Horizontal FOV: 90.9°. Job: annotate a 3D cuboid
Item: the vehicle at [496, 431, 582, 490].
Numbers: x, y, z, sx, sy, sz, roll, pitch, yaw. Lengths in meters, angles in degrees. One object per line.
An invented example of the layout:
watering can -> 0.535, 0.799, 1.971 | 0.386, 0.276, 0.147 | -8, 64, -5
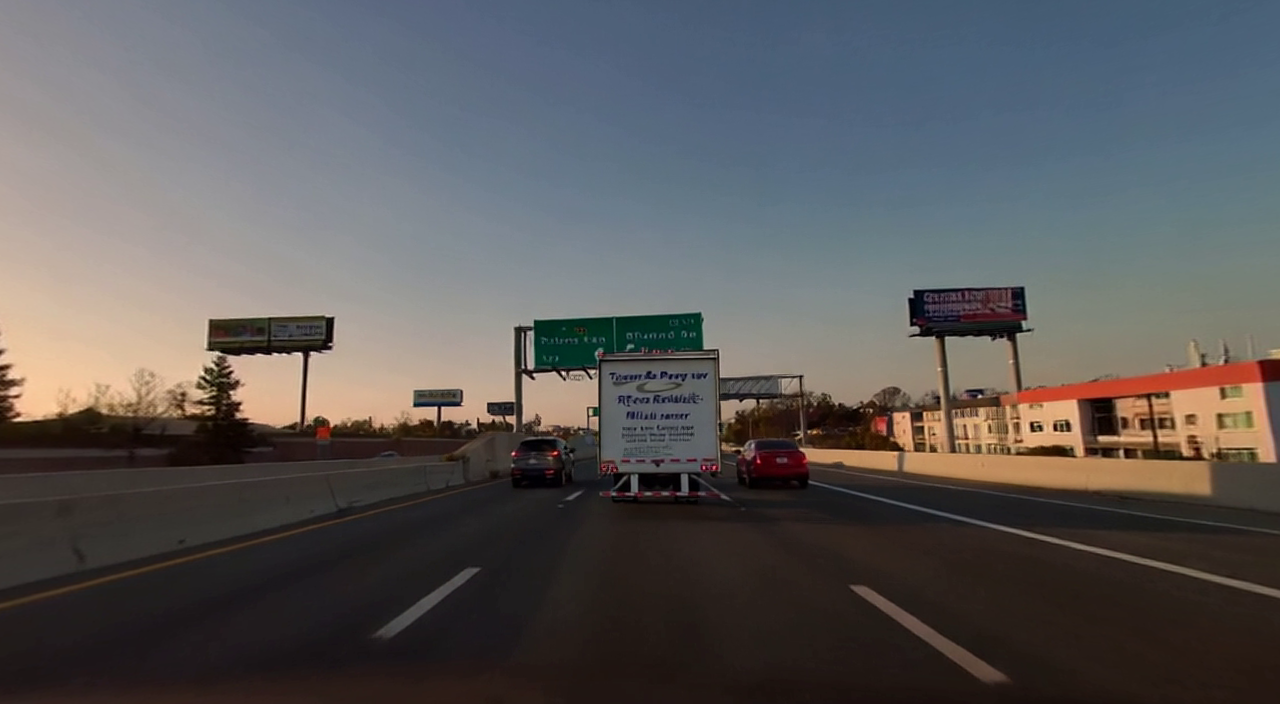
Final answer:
vehicle -> -3.281, 3.618, 21.449 | 2.030, 1.757, 4.509 | 0, -8, 2

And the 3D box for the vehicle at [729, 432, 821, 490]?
vehicle -> 4.301, 3.536, 20.840 | 2.066, 1.692, 4.339 | 0, -8, 0

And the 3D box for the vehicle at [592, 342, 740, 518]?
vehicle -> 0.589, 2.062, 16.179 | 2.733, 3.296, 8.571 | 0, -8, 2
